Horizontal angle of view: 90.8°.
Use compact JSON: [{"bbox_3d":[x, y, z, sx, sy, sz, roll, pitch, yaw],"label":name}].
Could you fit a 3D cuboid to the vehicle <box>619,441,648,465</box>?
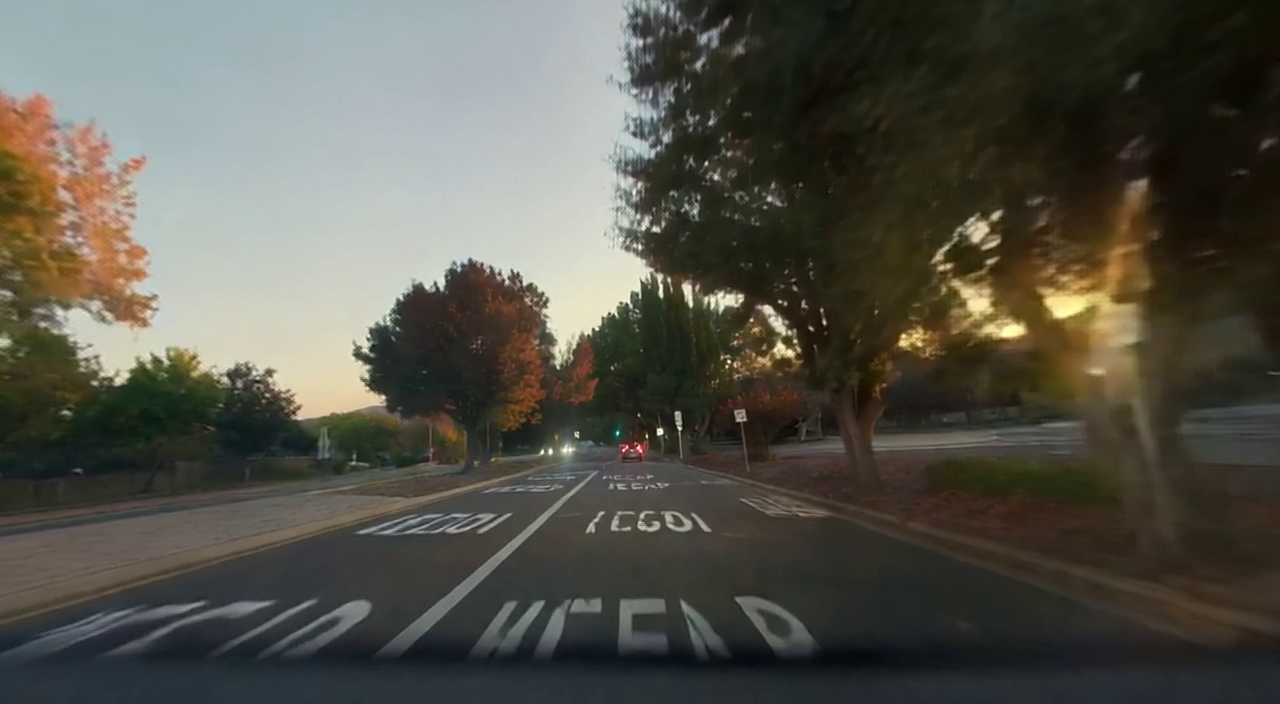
[{"bbox_3d":[-0.483,7.341,45.960,2.045,1.613,4.210,0,-8,-1],"label":"vehicle"}]
